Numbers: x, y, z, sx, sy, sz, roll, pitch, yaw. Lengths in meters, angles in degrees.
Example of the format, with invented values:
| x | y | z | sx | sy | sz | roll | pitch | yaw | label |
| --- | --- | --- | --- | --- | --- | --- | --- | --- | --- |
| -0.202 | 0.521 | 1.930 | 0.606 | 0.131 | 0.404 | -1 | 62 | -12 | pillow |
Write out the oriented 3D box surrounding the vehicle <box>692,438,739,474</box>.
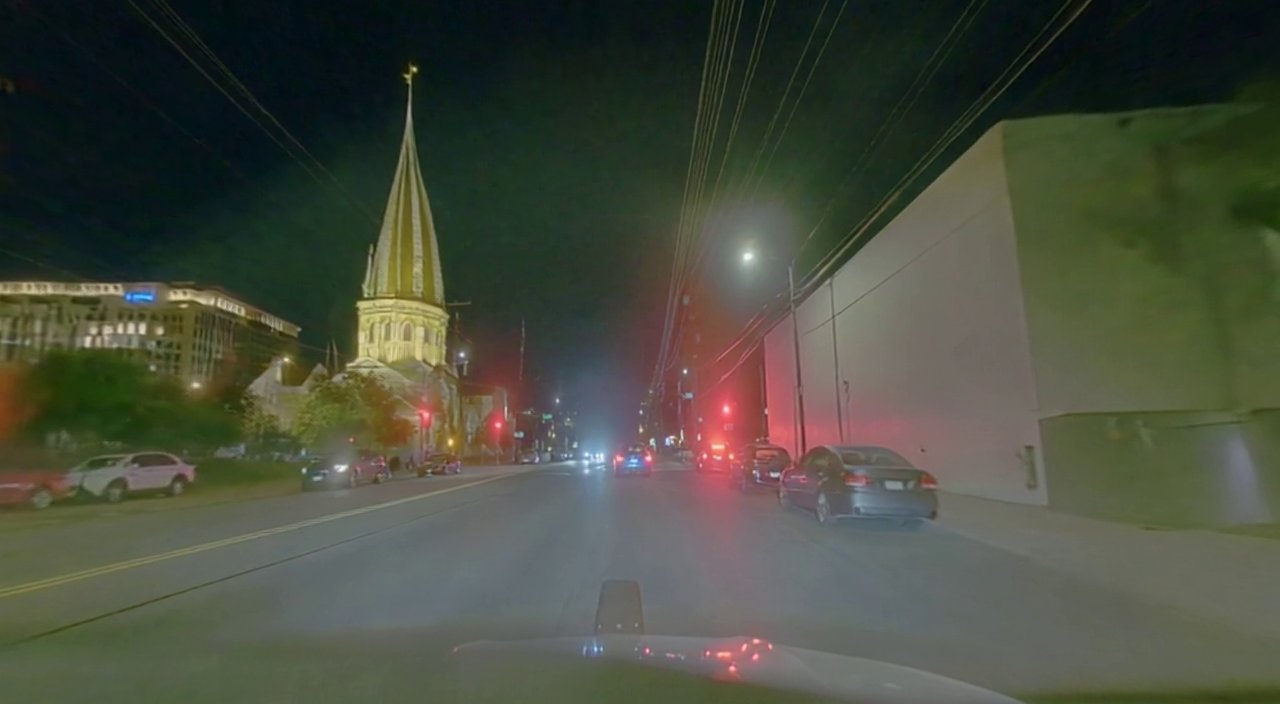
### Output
| x | y | z | sx | sy | sz | roll | pitch | yaw | label |
| --- | --- | --- | --- | --- | --- | --- | --- | --- | --- |
| 3.905 | 5.459 | 33.401 | 2.015 | 1.780 | 4.261 | 0 | -8 | 1 | vehicle |

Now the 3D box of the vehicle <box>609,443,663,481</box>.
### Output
| x | y | z | sx | sy | sz | roll | pitch | yaw | label |
| --- | --- | --- | --- | --- | --- | --- | --- | --- | --- |
| -0.186 | 4.485 | 26.100 | 2.049 | 1.453 | 4.299 | 0 | -8 | -1 | vehicle |

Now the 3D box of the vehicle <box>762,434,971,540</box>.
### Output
| x | y | z | sx | sy | sz | roll | pitch | yaw | label |
| --- | --- | --- | --- | --- | --- | --- | --- | --- | --- |
| 3.792 | 2.328 | 11.642 | 1.944 | 1.530 | 4.539 | 1 | -8 | -3 | vehicle |

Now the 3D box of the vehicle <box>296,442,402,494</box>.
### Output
| x | y | z | sx | sy | sz | roll | pitch | yaw | label |
| --- | --- | --- | --- | --- | --- | --- | --- | --- | --- |
| -12.191 | 4.850 | 26.910 | 2.071 | 1.814 | 5.185 | -5 | -8 | 0 | vehicle |

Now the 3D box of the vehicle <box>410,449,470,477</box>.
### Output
| x | y | z | sx | sy | sz | roll | pitch | yaw | label |
| --- | --- | --- | --- | --- | --- | --- | --- | --- | --- |
| -11.978 | 6.663 | 38.166 | 1.980 | 1.502 | 4.655 | 0 | -8 | 2 | vehicle |
